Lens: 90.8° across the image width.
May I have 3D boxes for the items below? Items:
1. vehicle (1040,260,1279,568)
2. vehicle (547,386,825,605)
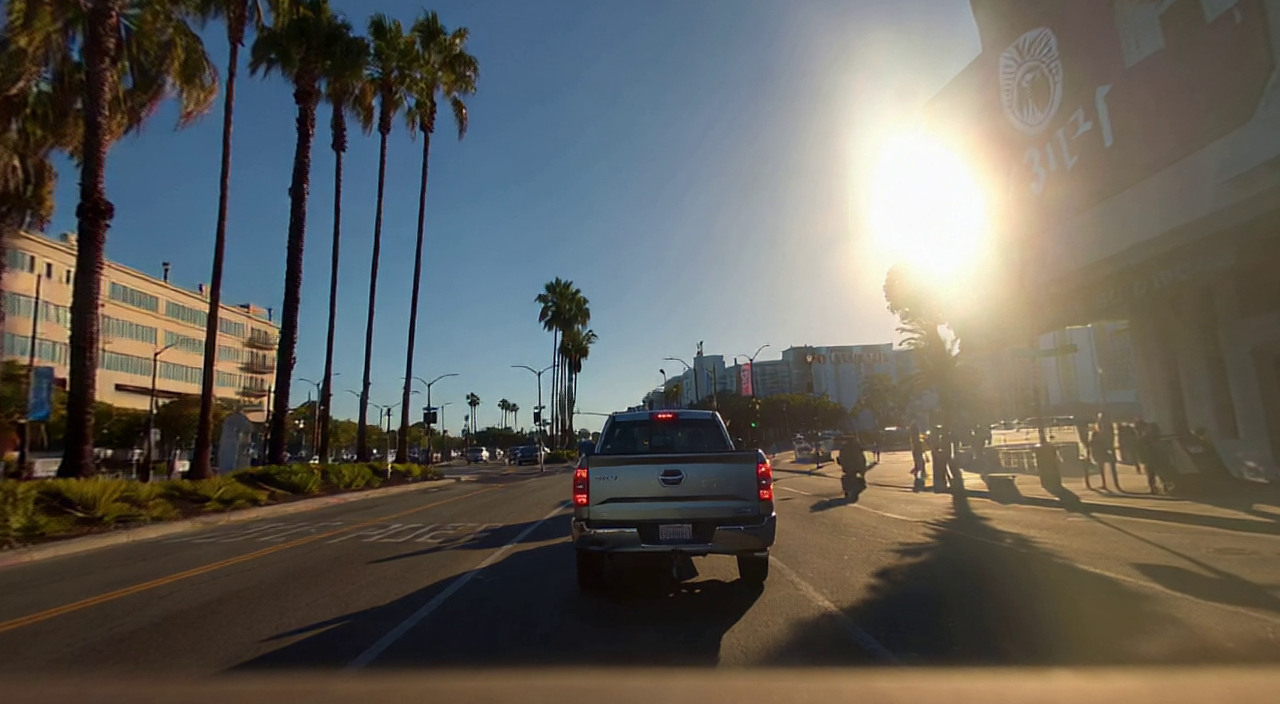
[{"bbox_3d":[7.913,0.875,8.586,2.666,3.345,3.622,-1,-9,8],"label":"vehicle"},{"bbox_3d":[0.407,1.586,7.972,2.311,1.819,5.255,0,-8,1],"label":"vehicle"}]
